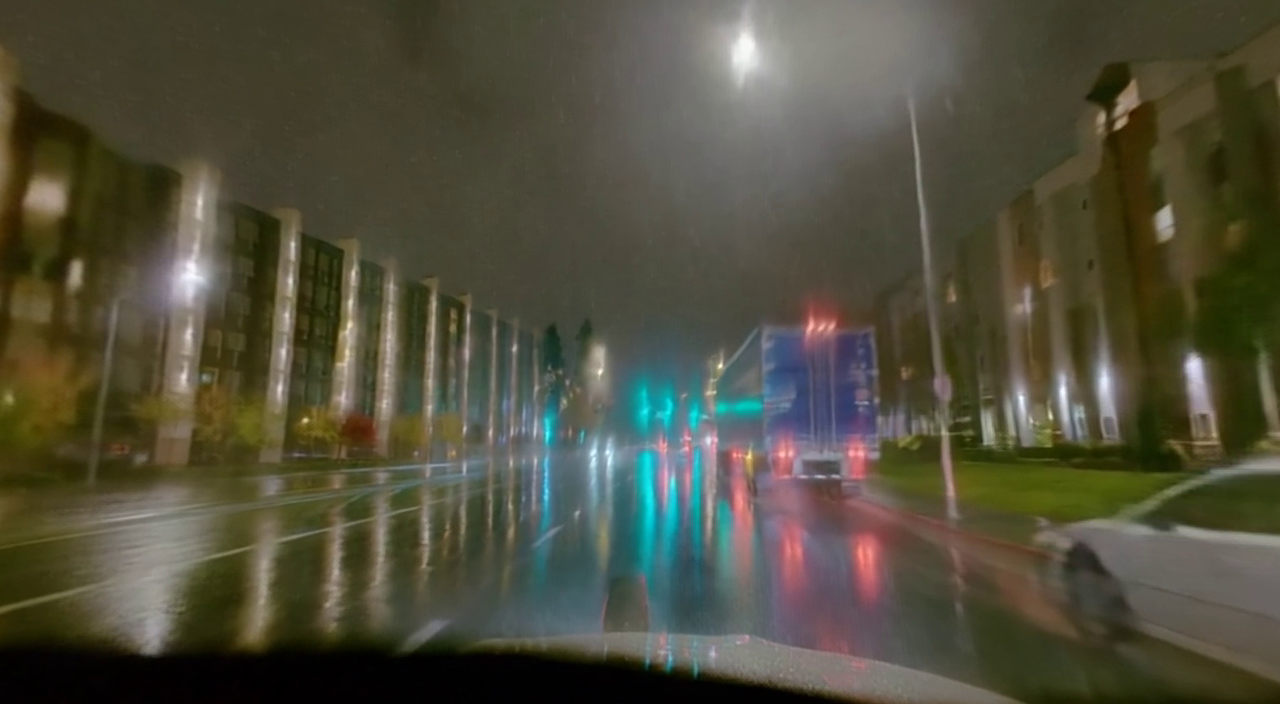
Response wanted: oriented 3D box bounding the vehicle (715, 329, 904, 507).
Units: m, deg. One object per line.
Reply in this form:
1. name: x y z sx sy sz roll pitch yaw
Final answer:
1. vehicle: 4.546 2.405 20.800 3.157 3.982 13.307 0 -8 3

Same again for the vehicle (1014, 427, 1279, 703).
1. vehicle: 4.089 1.095 2.977 1.884 1.472 4.650 0 -8 1

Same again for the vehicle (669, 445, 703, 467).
1. vehicle: 3.044 6.759 41.163 1.871 1.370 4.206 -1 -8 9
